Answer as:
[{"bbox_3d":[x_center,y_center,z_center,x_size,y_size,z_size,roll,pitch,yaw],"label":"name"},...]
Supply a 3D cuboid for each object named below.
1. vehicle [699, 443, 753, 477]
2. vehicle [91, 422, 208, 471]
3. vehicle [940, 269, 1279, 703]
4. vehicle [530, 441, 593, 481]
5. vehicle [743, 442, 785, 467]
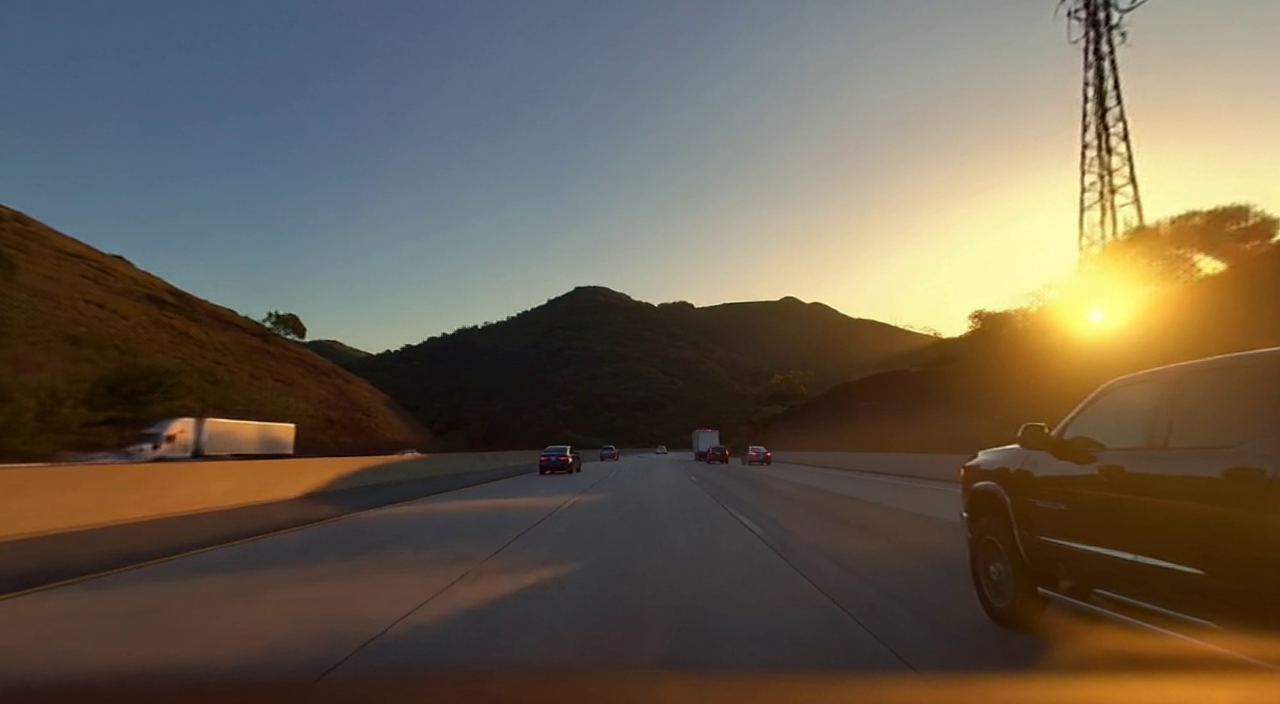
[{"bbox_3d":[4.091,5.216,30.738,2.046,1.471,4.333,0,-8,0],"label":"vehicle"},{"bbox_3d":[-37.983,7.357,49.227,2.942,3.519,7.227,-1,-8,3],"label":"vehicle"},{"bbox_3d":[3.421,0.666,2.360,2.098,1.925,5.171,0,-8,1],"label":"vehicle"},{"bbox_3d":[-3.440,4.891,28.627,2.113,1.636,4.494,-1,-8,2],"label":"vehicle"},{"bbox_3d":[8.425,7.021,43.379,1.986,1.633,4.430,0,-8,0],"label":"vehicle"}]
